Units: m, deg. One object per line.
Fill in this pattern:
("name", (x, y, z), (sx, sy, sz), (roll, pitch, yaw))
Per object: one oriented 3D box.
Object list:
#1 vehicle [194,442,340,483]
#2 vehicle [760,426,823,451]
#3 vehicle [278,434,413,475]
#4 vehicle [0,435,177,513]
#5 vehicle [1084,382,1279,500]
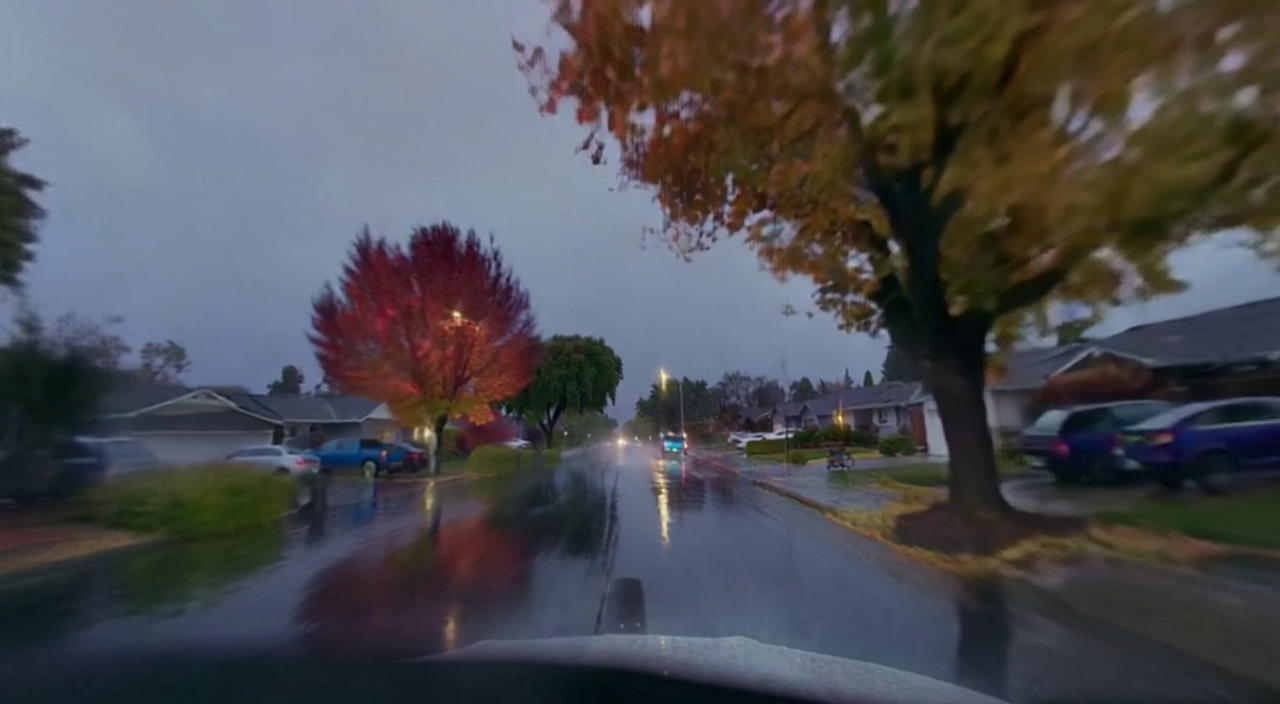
("vehicle", (-14.150, 4.209, 24.170), (4.285, 1.483, 1.954), (0, -8, -1))
("vehicle", (10.871, 6.230, 45.613), (4.069, 1.680, 2.156), (0, -7, 2))
("vehicle", (-13.899, 4.881, 30.079), (5.286, 1.847, 2.166), (0, -8, 1))
("vehicle", (-13.773, 2.811, 15.054), (1.982, 1.596, 3.988), (-2, -9, 11))
("vehicle", (10.671, 1.406, 10.608), (4.582, 1.680, 2.223), (-4, -9, 4))
